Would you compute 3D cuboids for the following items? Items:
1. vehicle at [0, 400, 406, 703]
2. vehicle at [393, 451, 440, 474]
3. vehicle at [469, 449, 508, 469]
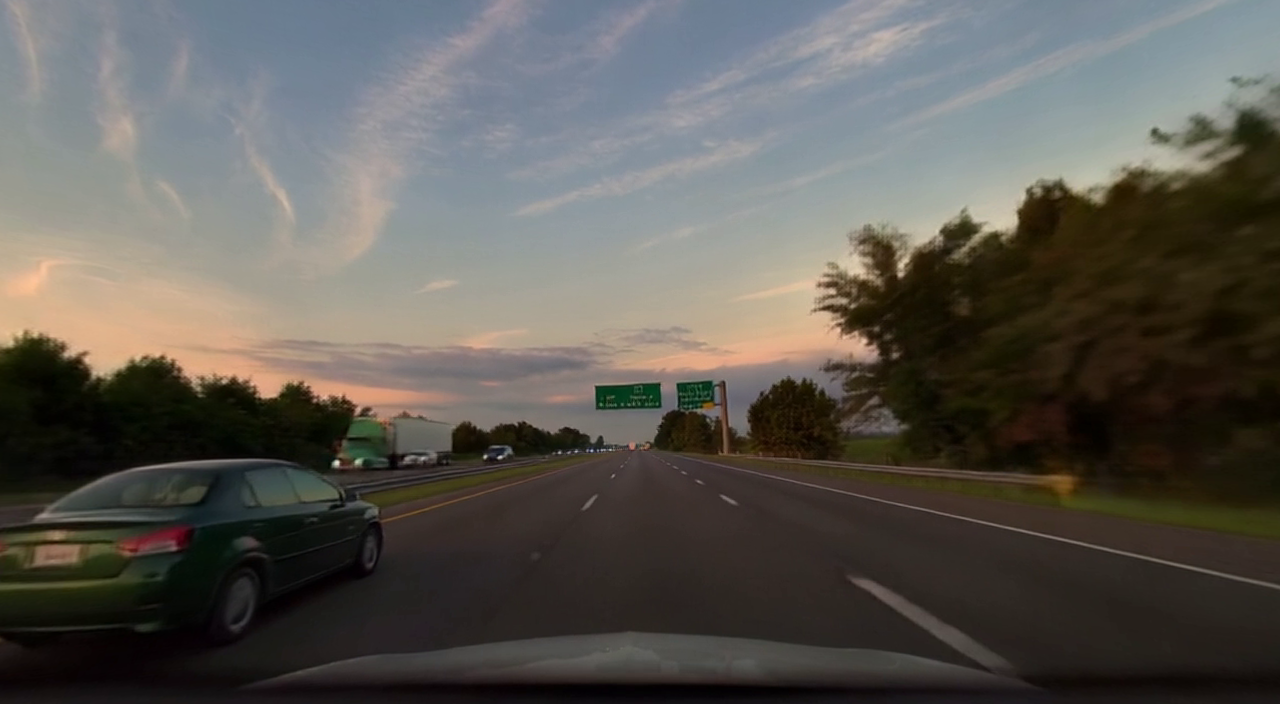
[{"bbox_3d":[-3.514,1.282,4.887,1.815,1.500,4.036,0,-9,0],"label":"vehicle"},{"bbox_3d":[-14.851,7.354,42.069,1.738,1.406,3.621,0,-9,1],"label":"vehicle"},{"bbox_3d":[-11.166,7.908,46.748,1.921,1.444,3.819,0,-9,0],"label":"vehicle"}]
